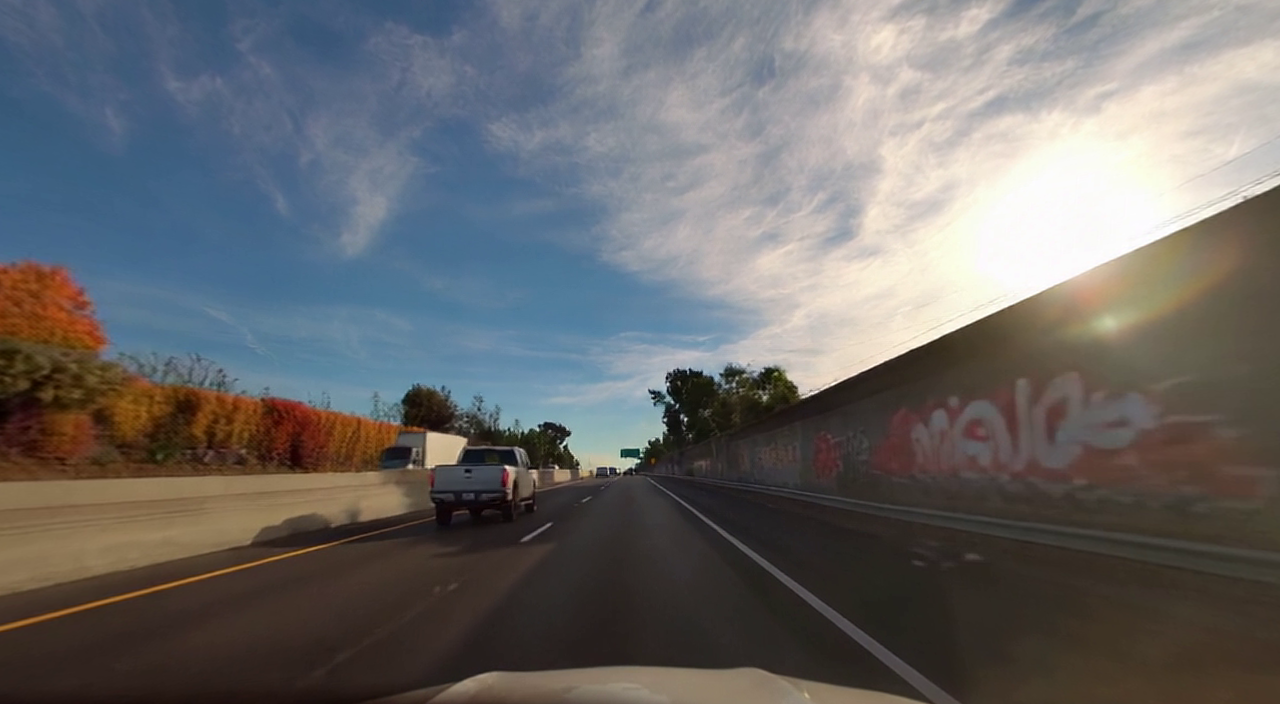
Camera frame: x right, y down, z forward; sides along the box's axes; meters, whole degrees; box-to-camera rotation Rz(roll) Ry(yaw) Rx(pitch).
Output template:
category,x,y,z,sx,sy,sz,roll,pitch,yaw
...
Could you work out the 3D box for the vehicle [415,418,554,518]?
category,x,y,z,sx,sy,sz,roll,pitch,yaw
vehicle,-4.304,3.467,18.861,2.597,2.434,6.020,1,-11,0
